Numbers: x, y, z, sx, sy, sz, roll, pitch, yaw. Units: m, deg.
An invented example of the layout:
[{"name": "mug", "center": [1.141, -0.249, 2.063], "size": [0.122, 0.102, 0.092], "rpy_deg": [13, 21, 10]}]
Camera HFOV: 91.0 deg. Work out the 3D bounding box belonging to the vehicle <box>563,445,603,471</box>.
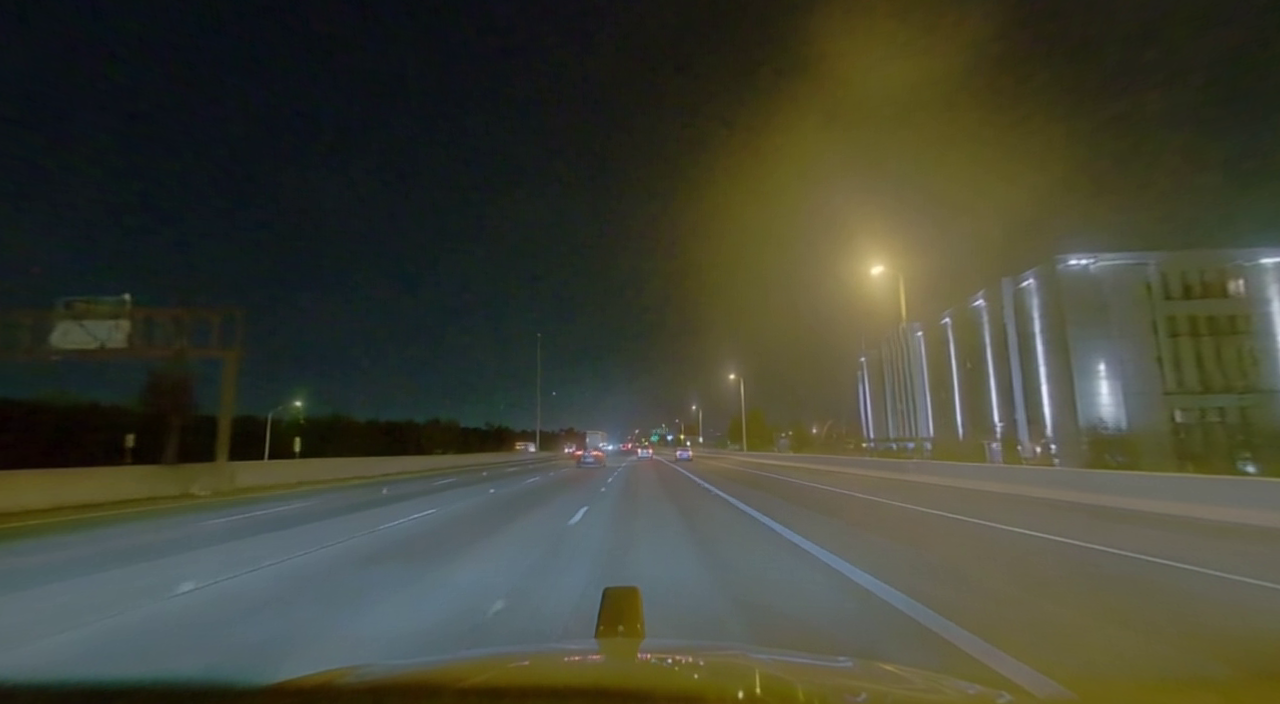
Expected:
[{"name": "vehicle", "center": [-3.639, 6.889, 41.147], "size": [2.195, 1.630, 4.336], "rpy_deg": [0, -9, 0]}]
